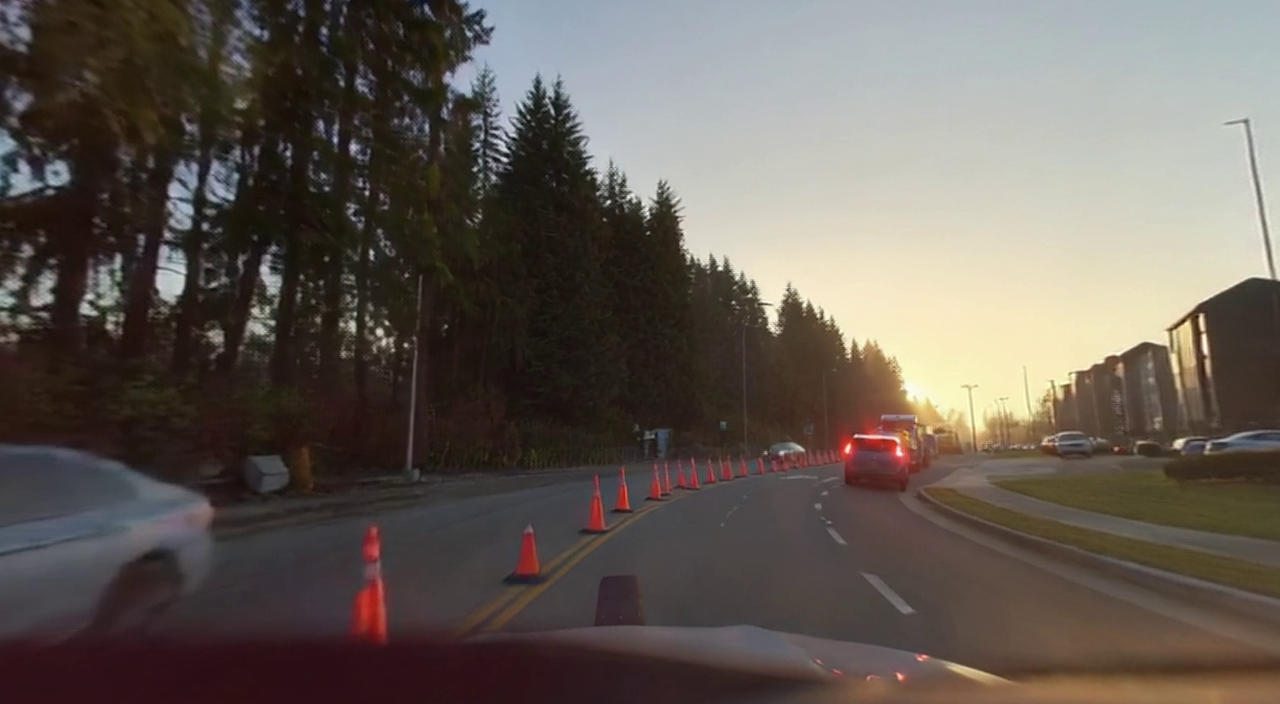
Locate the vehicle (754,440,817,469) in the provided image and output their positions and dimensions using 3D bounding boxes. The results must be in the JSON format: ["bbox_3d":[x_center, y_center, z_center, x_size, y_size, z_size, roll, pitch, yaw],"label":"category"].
[{"bbox_3d":[8.016,5.555,34.513,1.933,1.428,4.449,-5,-10,33],"label":"vehicle"}]

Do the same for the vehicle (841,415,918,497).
[{"bbox_3d":[7.150,3.080,19.151,1.913,2.241,3.024,-3,-7,17],"label":"vehicle"}]

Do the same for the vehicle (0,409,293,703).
[{"bbox_3d":[-3.878,1.016,2.905,1.945,1.494,4.201,0,-8,4],"label":"vehicle"}]

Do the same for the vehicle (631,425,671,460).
[{"bbox_3d":[0.885,7.082,49.608,2.665,2.465,1.532,1,-6,22],"label":"vehicle"}]

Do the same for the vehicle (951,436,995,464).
[{"bbox_3d":[22.347,6.524,42.284,2.030,1.774,3.884,-5,-10,34],"label":"vehicle"}]
